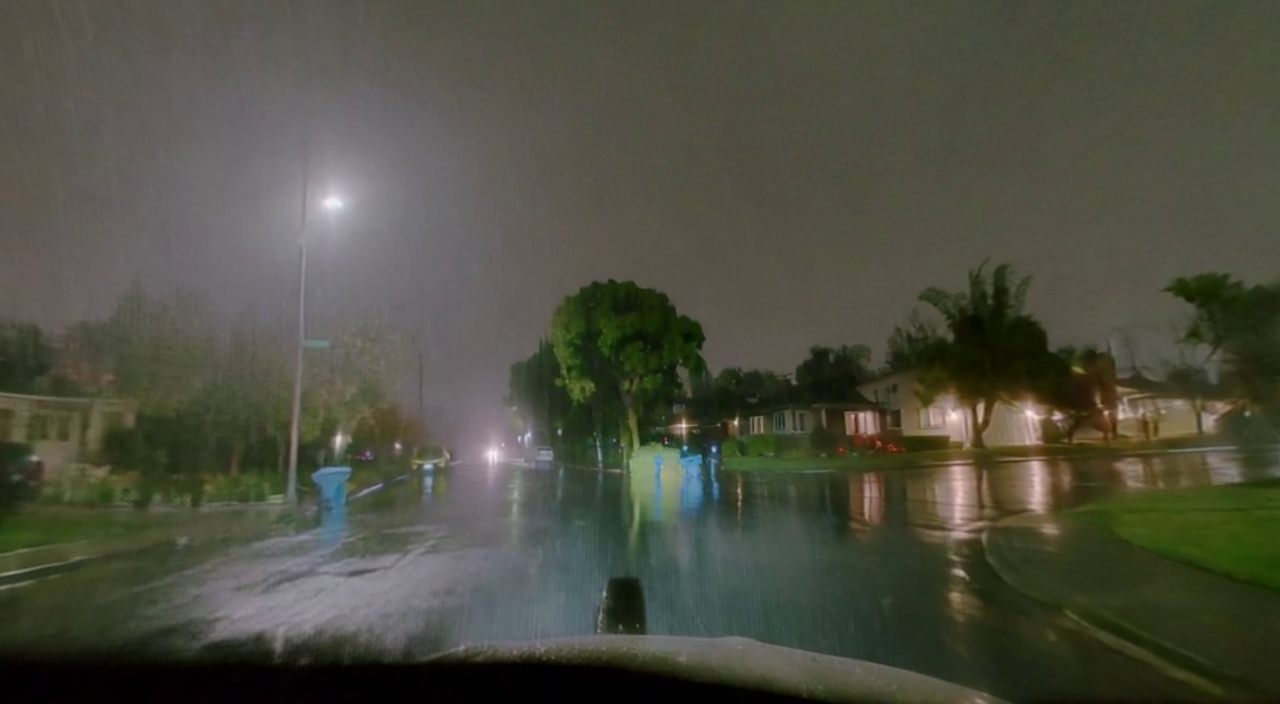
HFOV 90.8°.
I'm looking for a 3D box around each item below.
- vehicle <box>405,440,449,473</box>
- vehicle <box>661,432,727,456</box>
[{"bbox_3d":[-12.815,6.327,38.326,2.152,1.826,4.725,2,-9,-15],"label":"vehicle"},{"bbox_3d":[3.773,6.503,44.479,4.241,1.597,1.833,2,-9,-15],"label":"vehicle"}]
